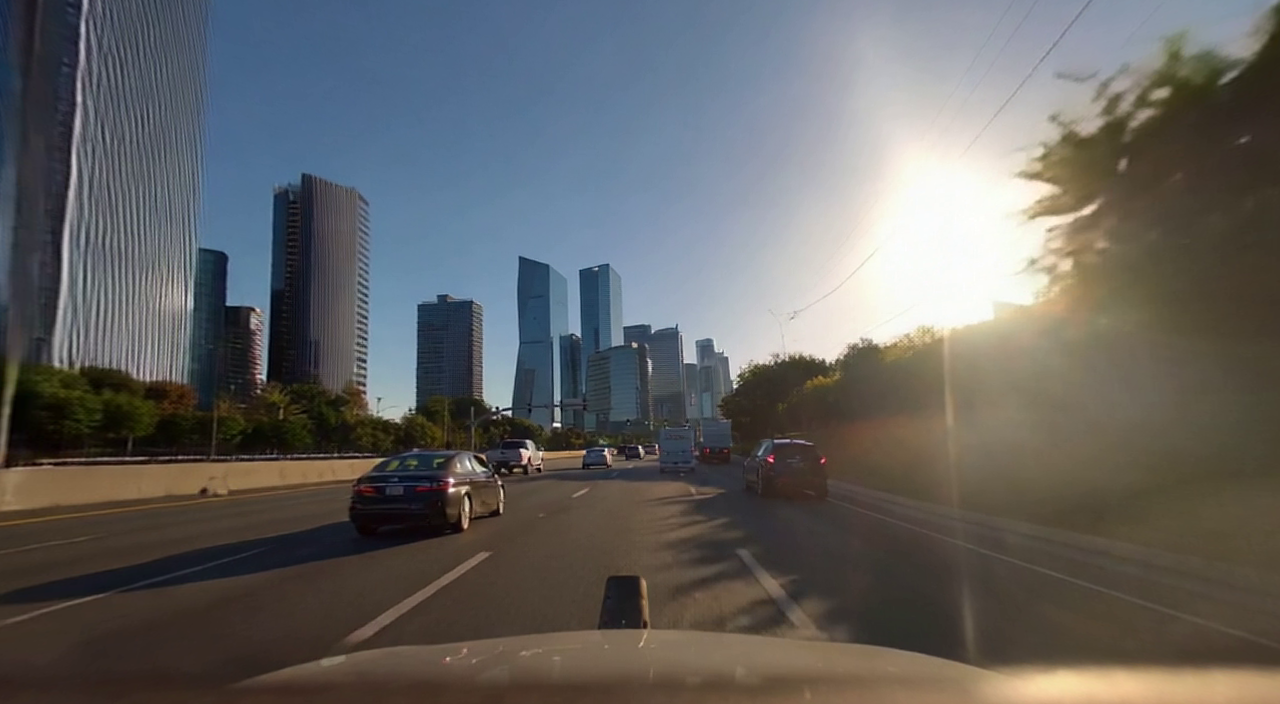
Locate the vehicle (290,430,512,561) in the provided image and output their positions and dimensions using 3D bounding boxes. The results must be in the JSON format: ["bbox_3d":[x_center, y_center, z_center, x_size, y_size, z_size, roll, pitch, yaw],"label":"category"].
[{"bbox_3d":[-3.454,2.119,9.969,1.934,1.643,3.718,0,-8,2],"label":"vehicle"}]

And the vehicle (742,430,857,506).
[{"bbox_3d":[4.447,3.307,18.358,2.283,1.923,4.427,0,-8,1],"label":"vehicle"}]

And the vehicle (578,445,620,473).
[{"bbox_3d":[-2.404,6.408,37.872,1.984,1.567,4.311,0,-8,4],"label":"vehicle"}]

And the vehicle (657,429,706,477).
[{"bbox_3d":[2.414,5.656,35.450,2.457,2.440,5.486,-1,-9,7],"label":"vehicle"}]
